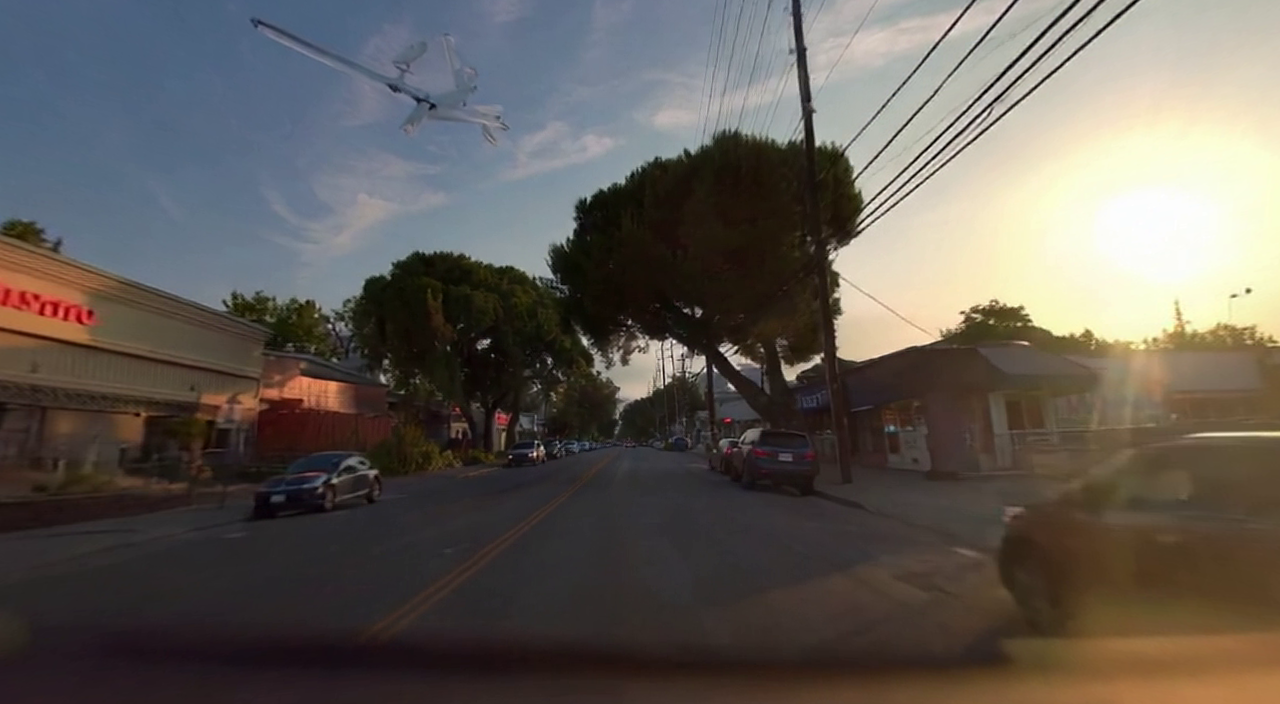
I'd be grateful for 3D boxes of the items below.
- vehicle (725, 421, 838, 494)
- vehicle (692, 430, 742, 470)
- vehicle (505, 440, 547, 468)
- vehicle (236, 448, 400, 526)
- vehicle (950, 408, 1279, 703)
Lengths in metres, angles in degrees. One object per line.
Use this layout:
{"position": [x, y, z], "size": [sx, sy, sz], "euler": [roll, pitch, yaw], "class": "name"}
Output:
{"position": [4.035, 3.108, 18.988], "size": [2.080, 1.893, 4.699], "euler": [0, -8, -3], "class": "vehicle"}
{"position": [3.961, 5.129, 33.317], "size": [2.011, 1.902, 4.763], "euler": [-1, -8, 0], "class": "vehicle"}
{"position": [-7.823, 6.996, 43.649], "size": [1.992, 1.676, 4.429], "euler": [-4, -8, 0], "class": "vehicle"}
{"position": [-7.758, 3.224, 15.764], "size": [1.872, 1.455, 4.350], "euler": [-4, -8, -1], "class": "vehicle"}
{"position": [3.667, 1.047, 3.032], "size": [1.990, 1.521, 4.693], "euler": [-1, -8, 0], "class": "vehicle"}
